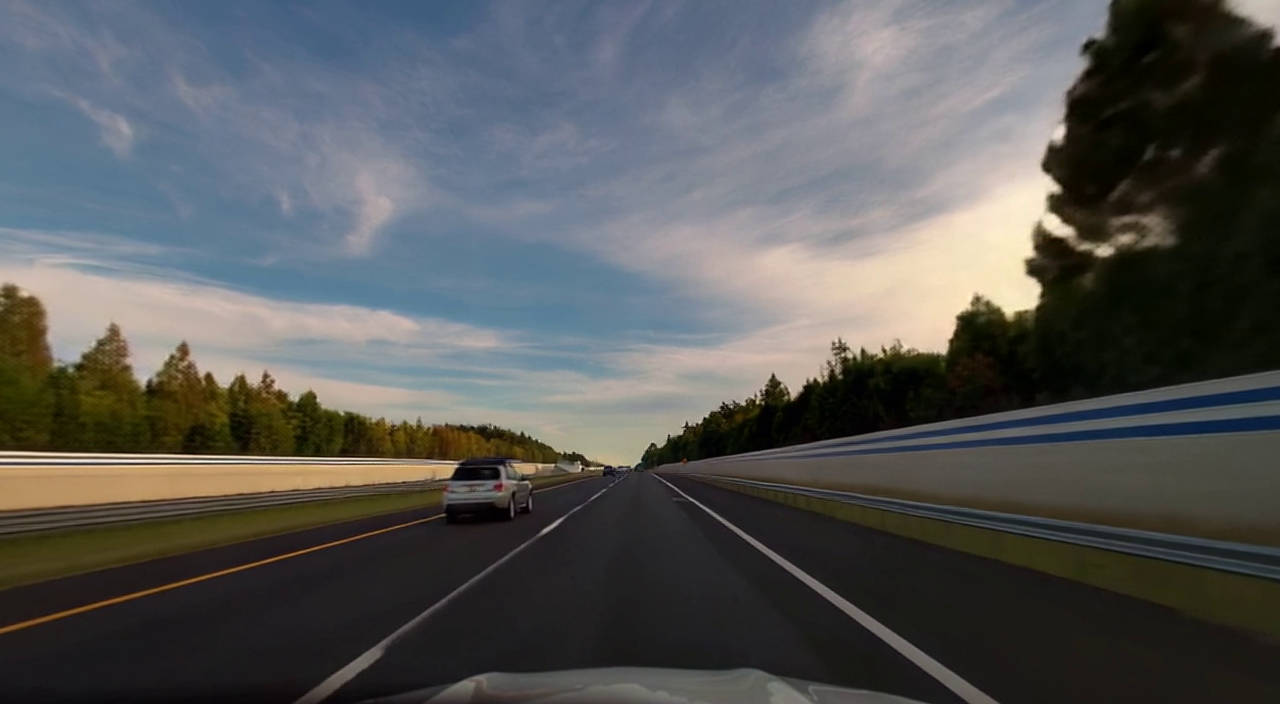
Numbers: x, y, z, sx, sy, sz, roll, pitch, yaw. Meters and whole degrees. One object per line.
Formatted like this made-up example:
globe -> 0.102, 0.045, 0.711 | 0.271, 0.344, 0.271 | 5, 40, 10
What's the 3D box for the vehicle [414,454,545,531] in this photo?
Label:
vehicle -> -3.525, 3.182, 14.639 | 1.985, 1.515, 3.839 | 0, -10, 0
